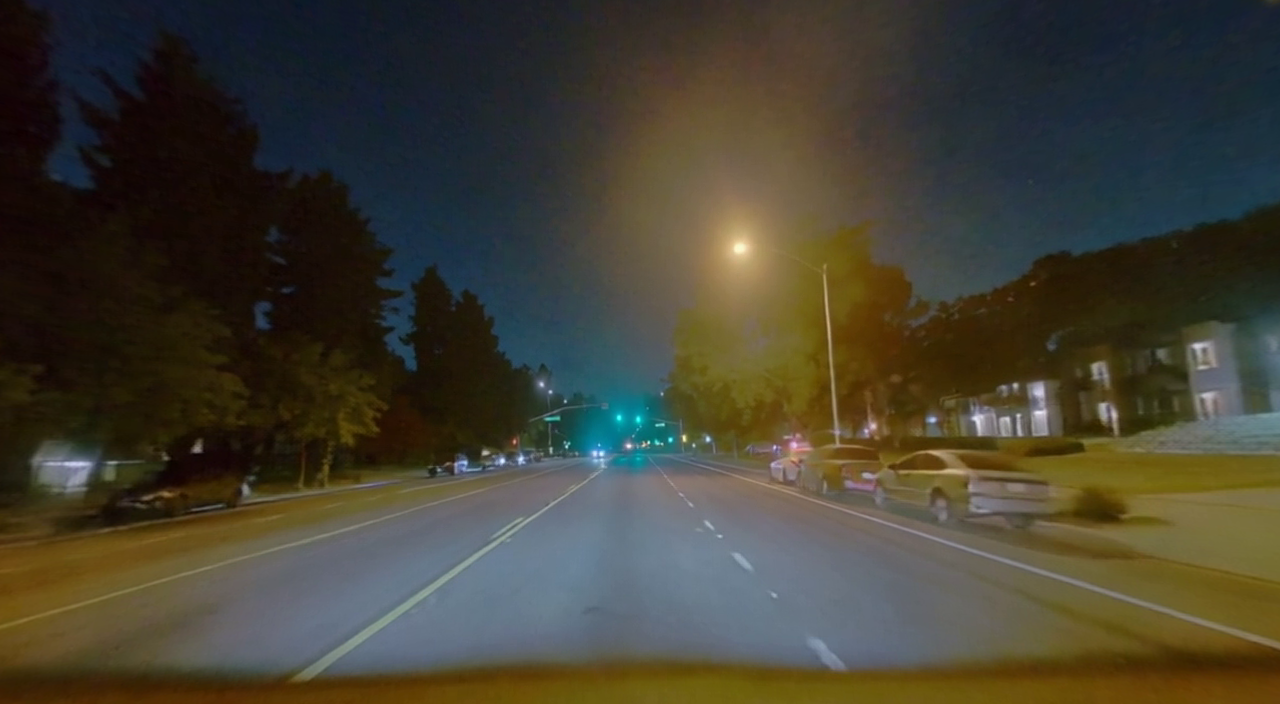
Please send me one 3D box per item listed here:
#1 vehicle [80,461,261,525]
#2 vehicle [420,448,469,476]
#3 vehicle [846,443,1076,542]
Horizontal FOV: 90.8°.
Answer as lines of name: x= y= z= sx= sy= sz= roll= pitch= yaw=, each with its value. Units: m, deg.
vehicle: x=-12.817 y=3.824 z=17.669 sx=1.812 sy=1.454 sz=4.351 roll=0 pitch=-8 yaw=-2
vehicle: x=-13.035 y=7.371 z=42.458 sx=1.916 sy=1.754 sz=4.337 roll=0 pitch=-8 yaw=-1
vehicle: x=5.565 y=2.447 z=11.757 sx=1.875 sy=1.466 sz=4.355 roll=0 pitch=-9 yaw=-2
